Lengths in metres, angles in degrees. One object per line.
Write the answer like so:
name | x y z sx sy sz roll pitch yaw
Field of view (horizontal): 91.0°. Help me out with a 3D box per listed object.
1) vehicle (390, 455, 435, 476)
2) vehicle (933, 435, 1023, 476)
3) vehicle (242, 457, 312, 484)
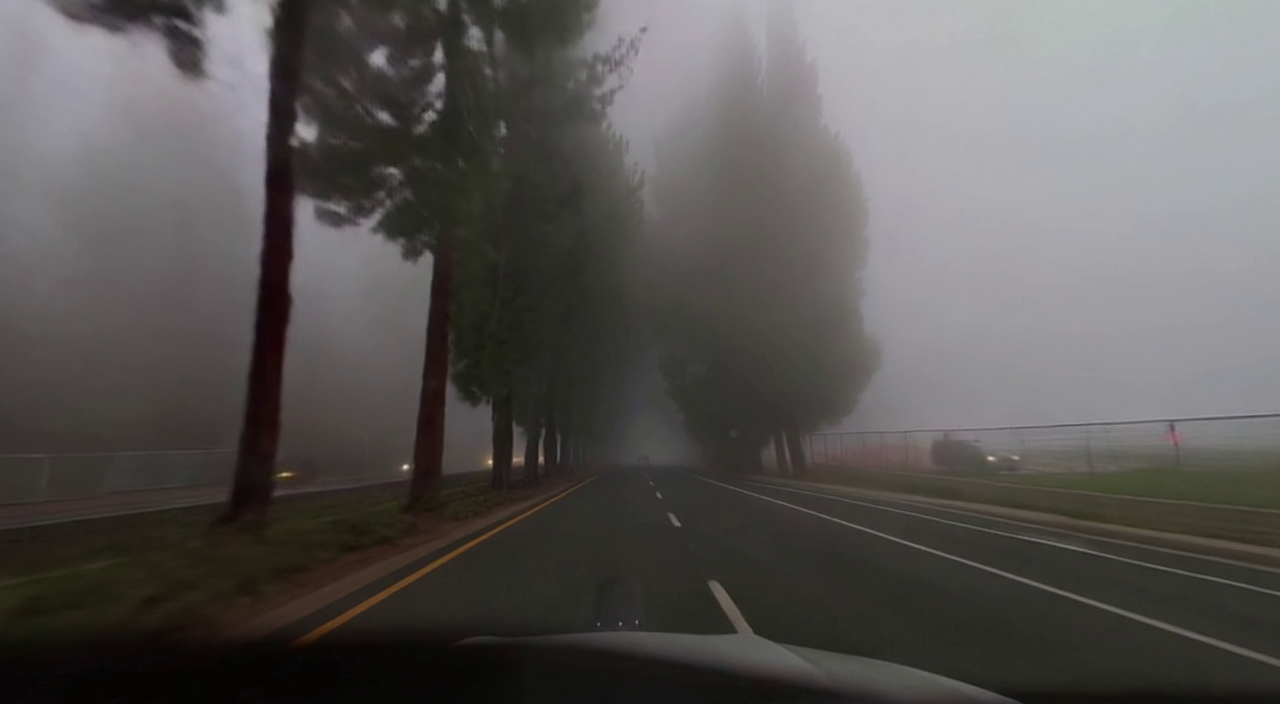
vehicle | -17.512 8.711 48.594 1.845 1.478 4.574 1 -9 -1
vehicle | 16.489 5.040 30.990 1.855 1.670 4.616 -4 -7 1
vehicle | -25.431 8.279 44.304 2.005 1.708 4.760 0 -9 1
